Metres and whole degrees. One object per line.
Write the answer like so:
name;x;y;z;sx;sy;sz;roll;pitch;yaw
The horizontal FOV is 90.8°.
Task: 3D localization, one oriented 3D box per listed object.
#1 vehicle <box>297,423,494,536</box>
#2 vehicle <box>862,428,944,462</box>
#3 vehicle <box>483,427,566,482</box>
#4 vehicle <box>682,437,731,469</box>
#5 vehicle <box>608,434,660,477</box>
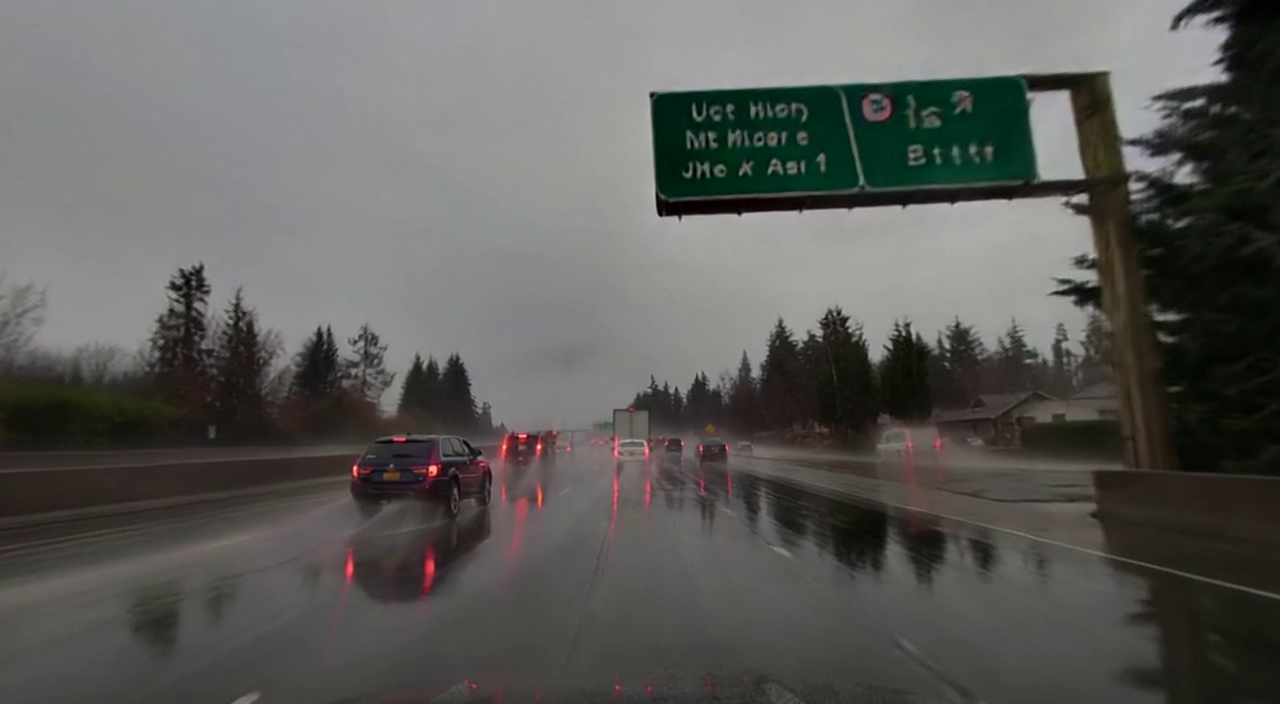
vehicle;-4.138;2.223;11.547;1.988;1.668;4.021;0;-9;0
vehicle;13.544;4.835;32.770;2.048;1.674;4.106;1;-9;-8
vehicle;-4.468;4.081;25.405;2.301;1.944;5.482;0;-9;0
vehicle;3.437;5.341;33.479;2.027;1.554;4.252;0;-9;-1
vehicle;-0.271;4.459;27.480;2.063;1.703;4.203;0;-9;-1
